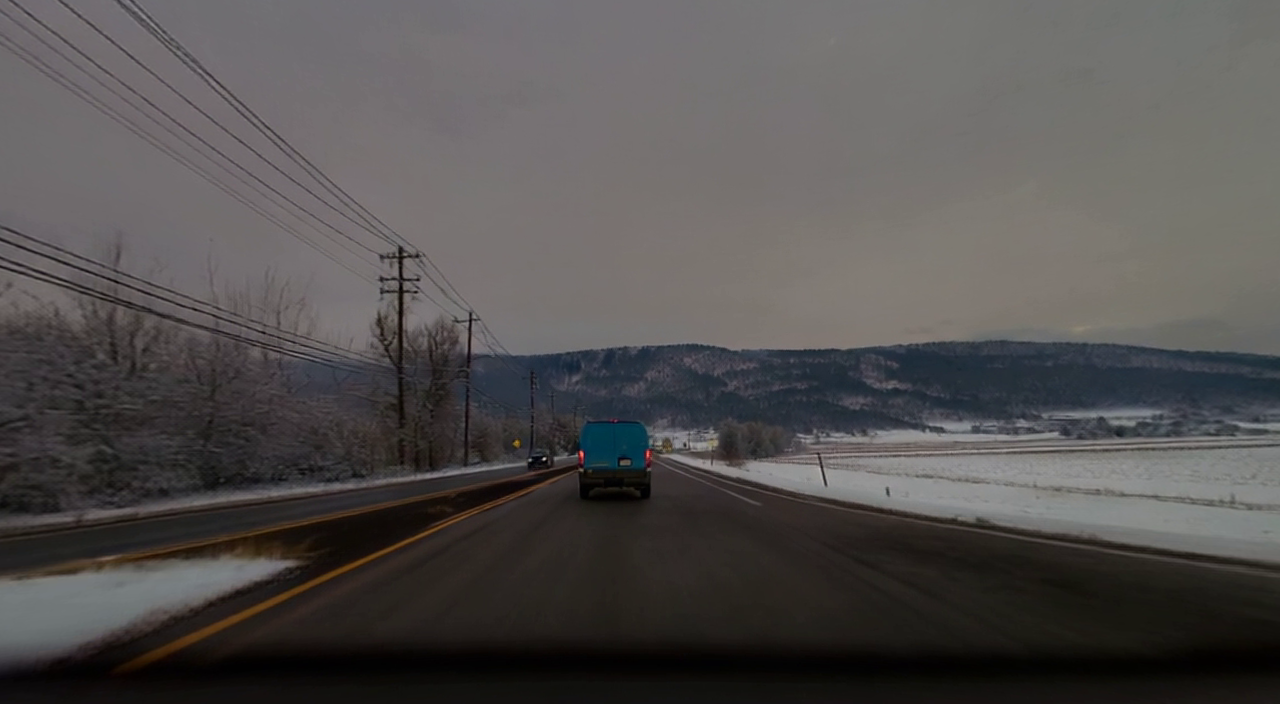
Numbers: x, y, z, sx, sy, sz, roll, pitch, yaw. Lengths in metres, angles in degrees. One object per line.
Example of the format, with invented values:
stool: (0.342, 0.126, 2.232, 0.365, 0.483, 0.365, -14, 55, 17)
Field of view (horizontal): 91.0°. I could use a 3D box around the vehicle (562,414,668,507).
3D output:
vehicle: (-0.668, 2.884, 17.006, 2.454, 2.144, 4.535, 0, -9, -2)
